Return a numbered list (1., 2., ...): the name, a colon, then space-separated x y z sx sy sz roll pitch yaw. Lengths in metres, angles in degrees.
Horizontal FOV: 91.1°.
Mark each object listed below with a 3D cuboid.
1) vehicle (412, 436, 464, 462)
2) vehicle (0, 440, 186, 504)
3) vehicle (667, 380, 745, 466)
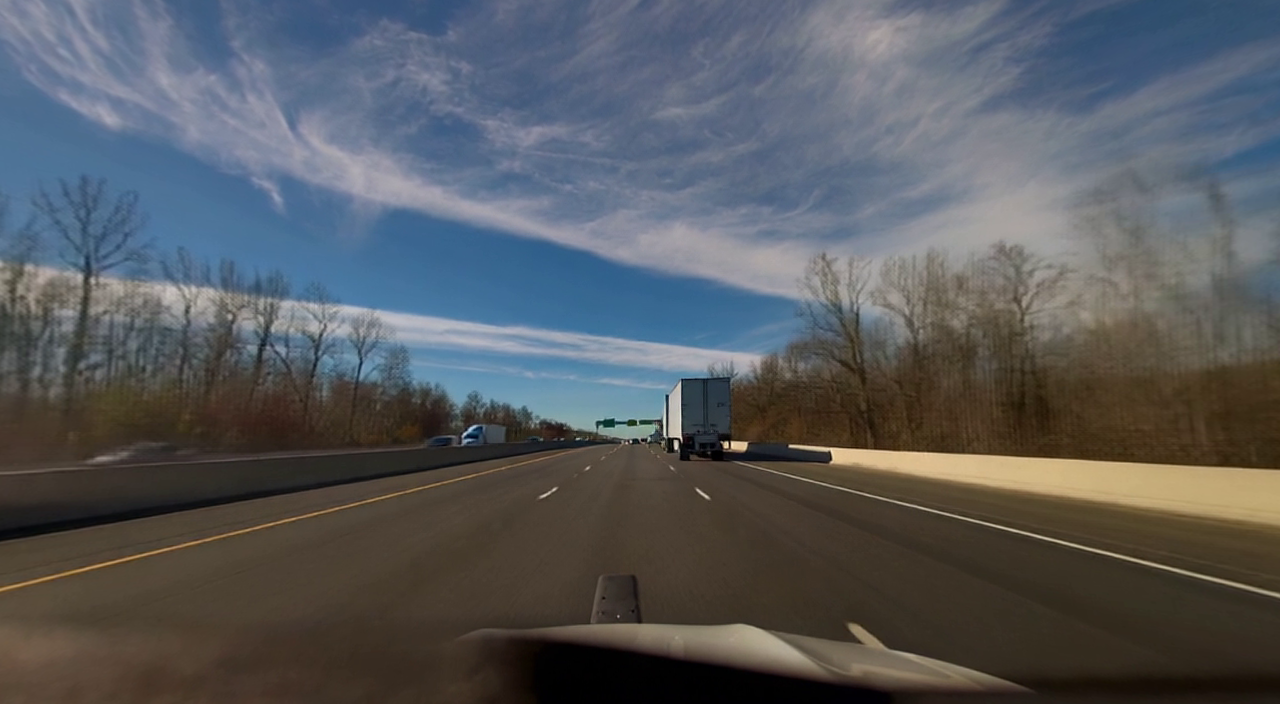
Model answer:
1. vehicle: -12.251 5.900 38.392 1.847 1.490 4.234 0 -8 -1
2. vehicle: -15.567 3.303 17.937 1.861 1.556 4.536 0 -8 0
3. vehicle: 3.573 4.465 38.687 2.979 4.161 15.508 0 -7 -1
